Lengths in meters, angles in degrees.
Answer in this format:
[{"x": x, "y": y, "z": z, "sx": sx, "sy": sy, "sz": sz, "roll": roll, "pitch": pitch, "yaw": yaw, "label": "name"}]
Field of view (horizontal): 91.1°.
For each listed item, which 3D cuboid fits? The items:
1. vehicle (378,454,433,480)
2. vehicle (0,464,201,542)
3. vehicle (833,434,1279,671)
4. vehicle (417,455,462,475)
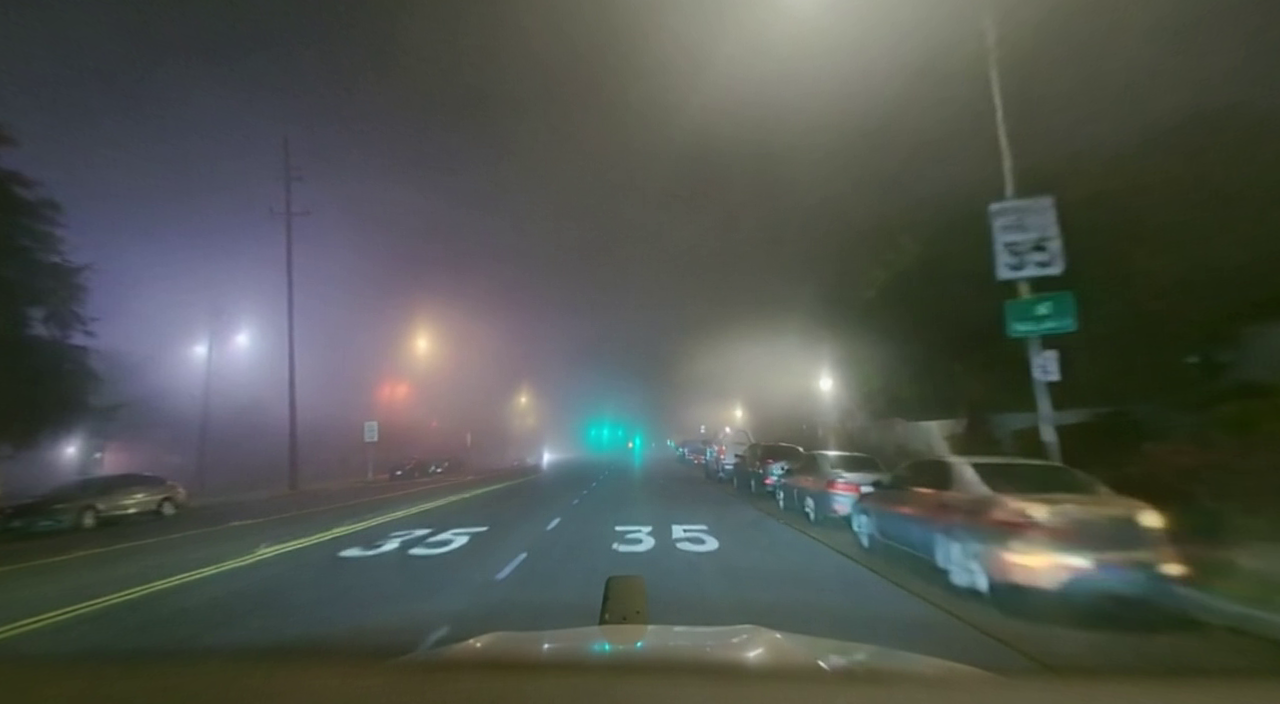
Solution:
[{"x": -15.363, "y": 7.550, "z": 41.391, "sx": 1.992, "sy": 1.517, "sz": 4.426, "roll": 0, "pitch": -9, "yaw": -2, "label": "vehicle"}, {"x": -13.162, "y": 3.520, "z": 15.253, "sx": 1.821, "sy": 1.468, "sz": 4.408, "roll": 0, "pitch": -9, "yaw": -1, "label": "vehicle"}, {"x": 3.488, "y": 1.549, "z": 6.051, "sx": 1.827, "sy": 1.422, "sz": 4.340, "roll": 0, "pitch": -9, "yaw": 0, "label": "vehicle"}, {"x": -15.471, "y": 8.737, "z": 48.711, "sx": 1.944, "sy": 1.454, "sz": 4.581, "roll": 0, "pitch": -9, "yaw": 1, "label": "vehicle"}]
